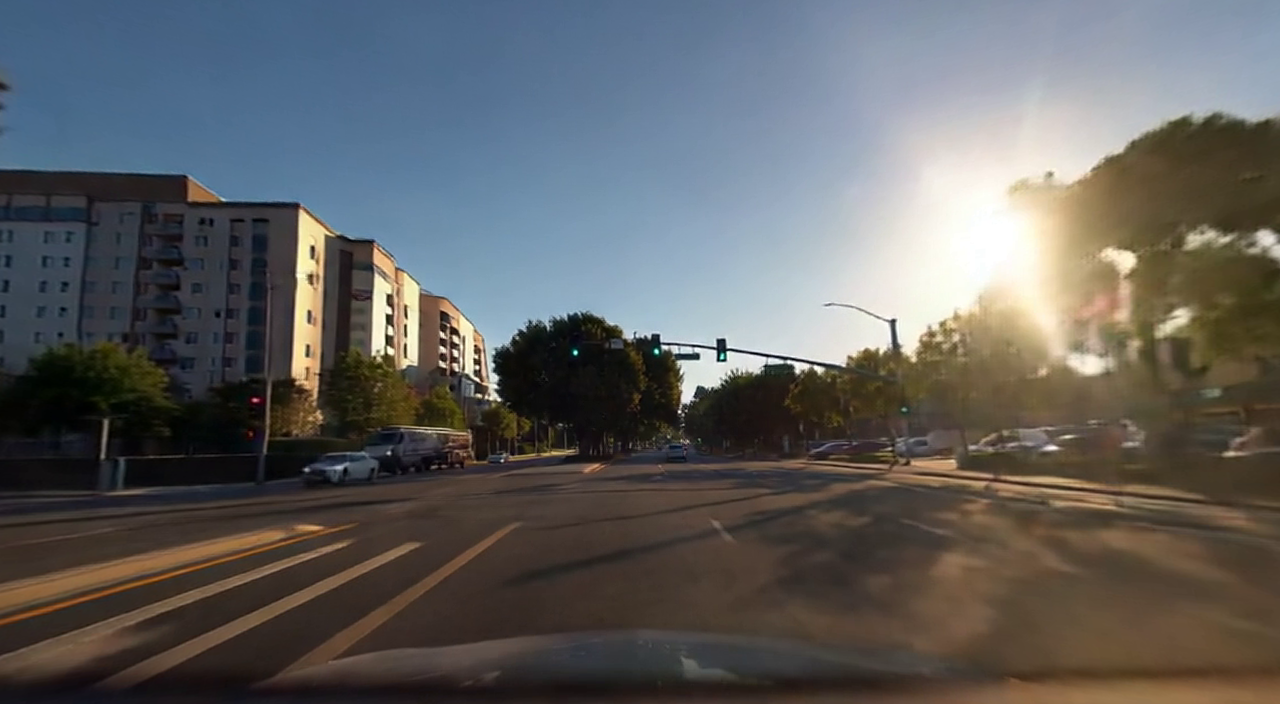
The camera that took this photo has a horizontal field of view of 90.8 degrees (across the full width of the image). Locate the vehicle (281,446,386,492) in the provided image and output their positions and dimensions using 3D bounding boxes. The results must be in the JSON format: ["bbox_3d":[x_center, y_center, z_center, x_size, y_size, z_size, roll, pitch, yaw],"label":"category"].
[{"bbox_3d":[-12.365,4.720,25.892,2.030,1.702,4.488,0,-9,0],"label":"vehicle"}]

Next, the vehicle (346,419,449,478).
[{"bbox_3d":[-15.685,6.398,42.007,3.028,3.424,9.908,0,-9,-1],"label":"vehicle"}]
